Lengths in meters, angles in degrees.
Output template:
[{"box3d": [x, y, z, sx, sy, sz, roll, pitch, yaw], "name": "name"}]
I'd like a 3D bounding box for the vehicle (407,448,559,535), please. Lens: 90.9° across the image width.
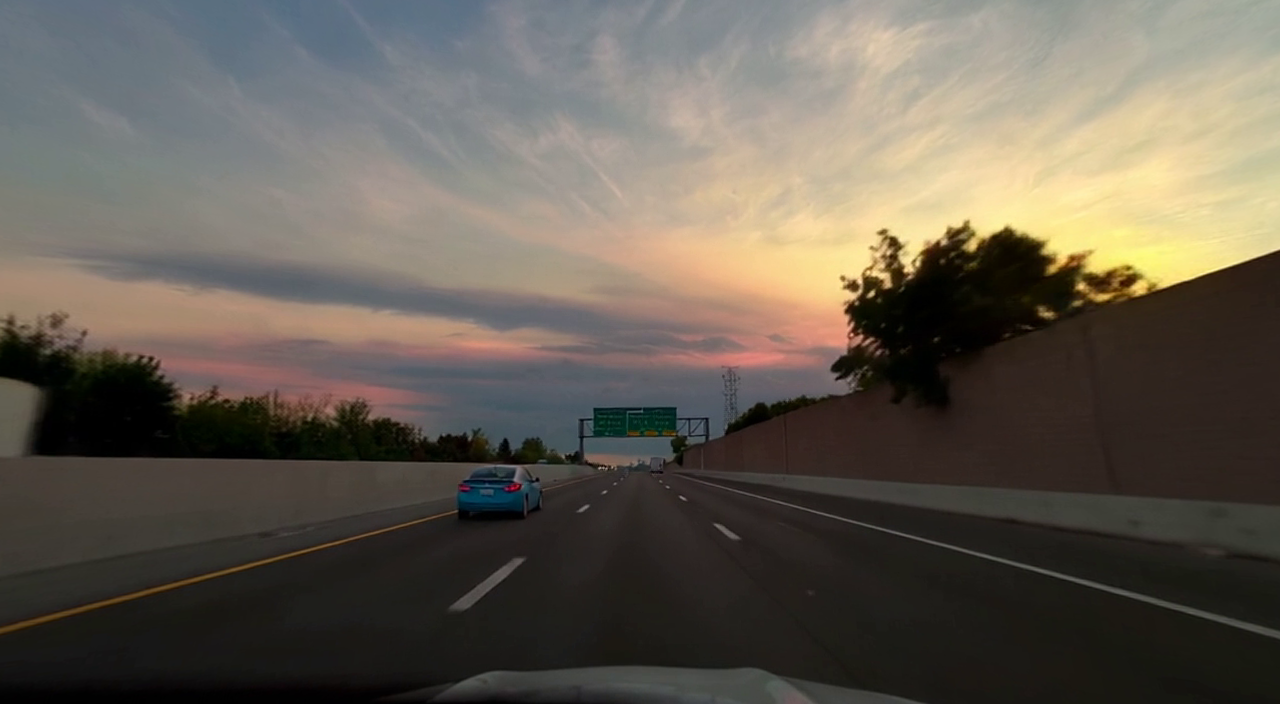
[{"box3d": [-3.064, 2.889, 13.455, 2.045, 1.487, 4.582, 1, -10, 0], "name": "vehicle"}]
